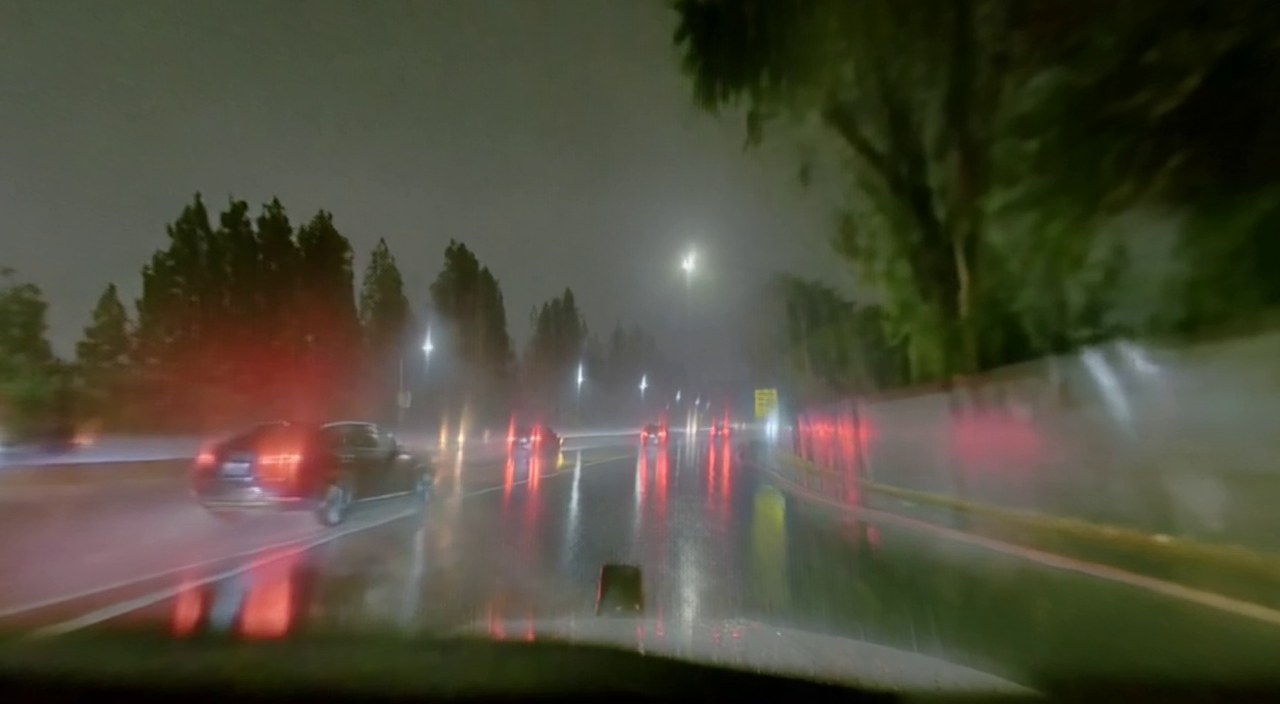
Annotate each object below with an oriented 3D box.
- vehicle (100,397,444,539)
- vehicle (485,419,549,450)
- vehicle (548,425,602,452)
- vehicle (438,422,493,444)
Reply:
[{"bbox_3d":[-5.115,1.676,9.828,2.082,1.638,4.644,-1,-8,9],"label":"vehicle"},{"bbox_3d":[-7.364,5.024,38.312,2.089,1.736,4.662,-2,-8,12],"label":"vehicle"},{"bbox_3d":[-3.732,5.061,37.031,1.860,1.442,4.332,-2,-8,12],"label":"vehicle"},{"bbox_3d":[-13.467,6.349,49.111,1.955,1.596,4.917,-2,-8,14],"label":"vehicle"}]
